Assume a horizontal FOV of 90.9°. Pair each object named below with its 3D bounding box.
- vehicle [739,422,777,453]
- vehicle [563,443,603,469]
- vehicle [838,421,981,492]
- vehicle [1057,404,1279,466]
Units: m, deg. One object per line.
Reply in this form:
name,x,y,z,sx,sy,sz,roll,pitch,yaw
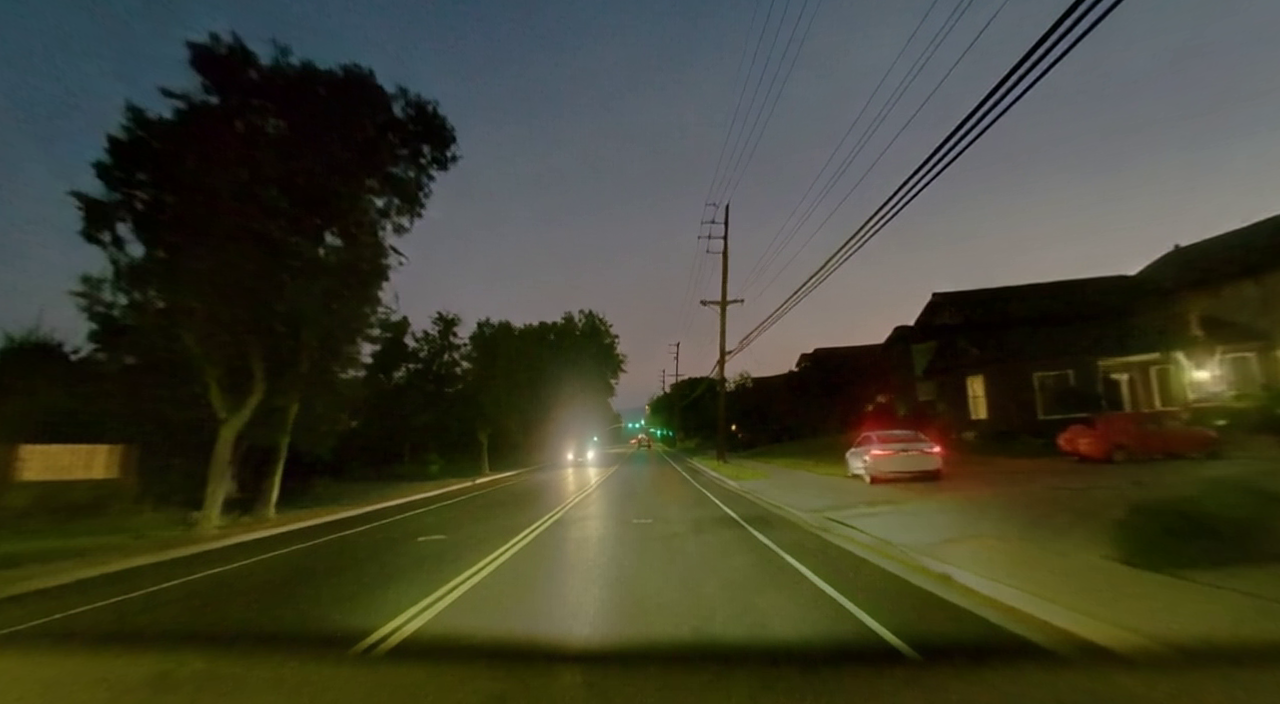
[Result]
vehicle,7.905,5.804,42.561,1.878,1.743,4.556,-7,-9,4
vehicle,-3.534,6.558,39.979,2.028,1.488,4.392,0,-8,2
vehicle,7.124,2.825,17.278,2.071,1.510,4.418,-6,-9,3
vehicle,14.332,2.231,16.811,4.848,1.509,1.976,-1,-8,9
